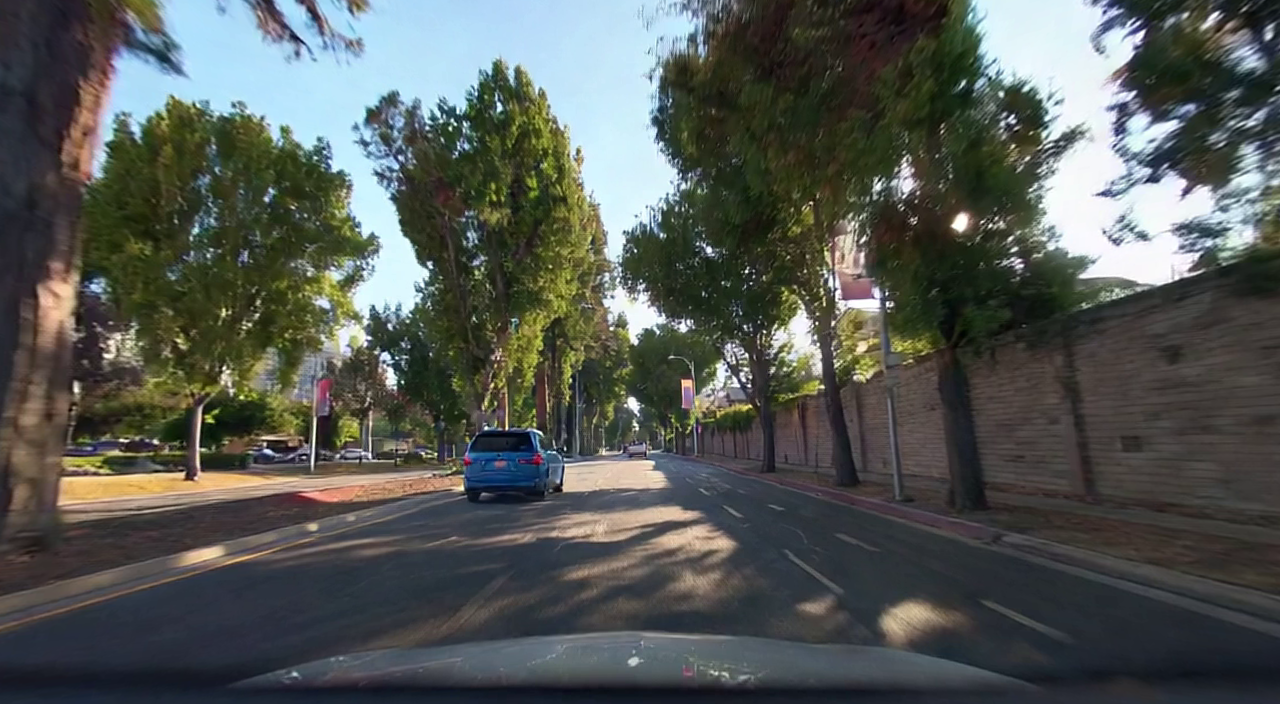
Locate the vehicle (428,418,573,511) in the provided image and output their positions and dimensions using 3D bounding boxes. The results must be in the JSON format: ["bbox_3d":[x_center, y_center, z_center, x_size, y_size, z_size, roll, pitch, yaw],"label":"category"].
[{"bbox_3d":[-3.053,2.618,15.030,2.281,1.837,4.845,0,-8,1],"label":"vehicle"}]
